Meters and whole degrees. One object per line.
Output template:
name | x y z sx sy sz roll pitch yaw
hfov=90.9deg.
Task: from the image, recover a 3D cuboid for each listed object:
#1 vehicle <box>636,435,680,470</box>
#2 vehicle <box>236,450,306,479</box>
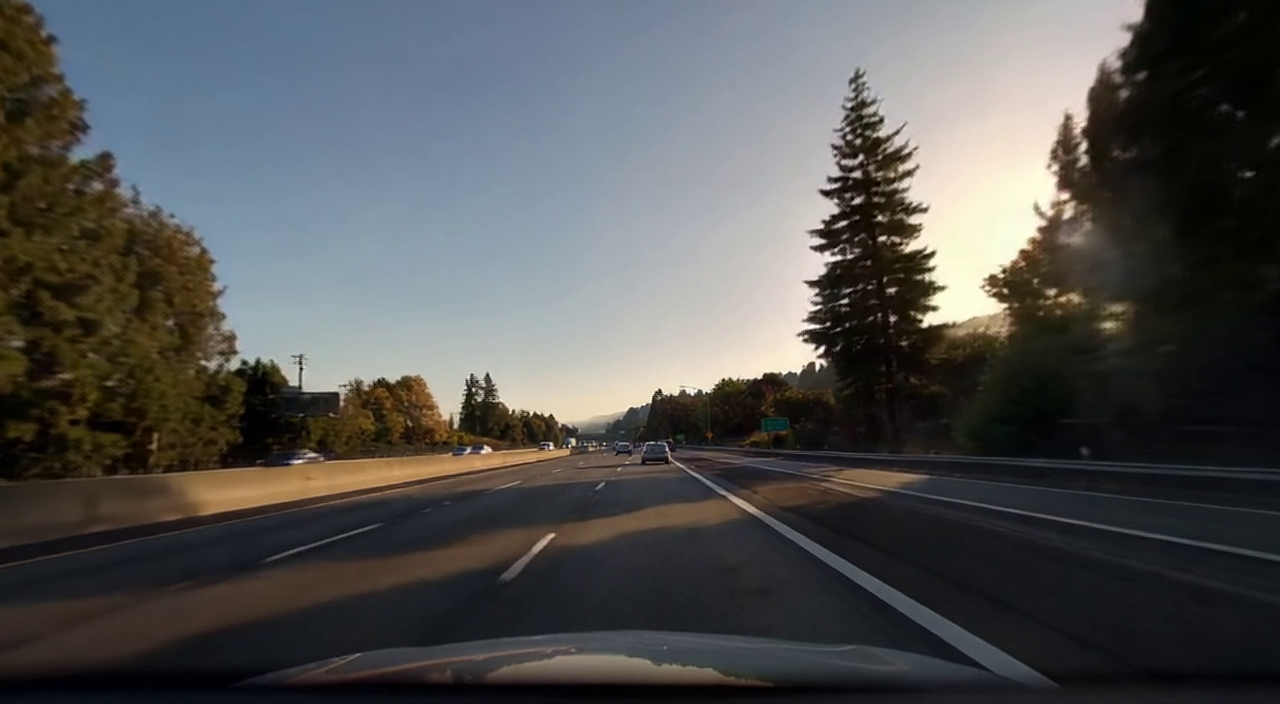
vehicle | 0.928 5.483 34.477 2.260 1.766 4.348 0 -8 0
vehicle | -25.331 7.694 43.484 2.056 1.767 4.468 -2 -8 1
